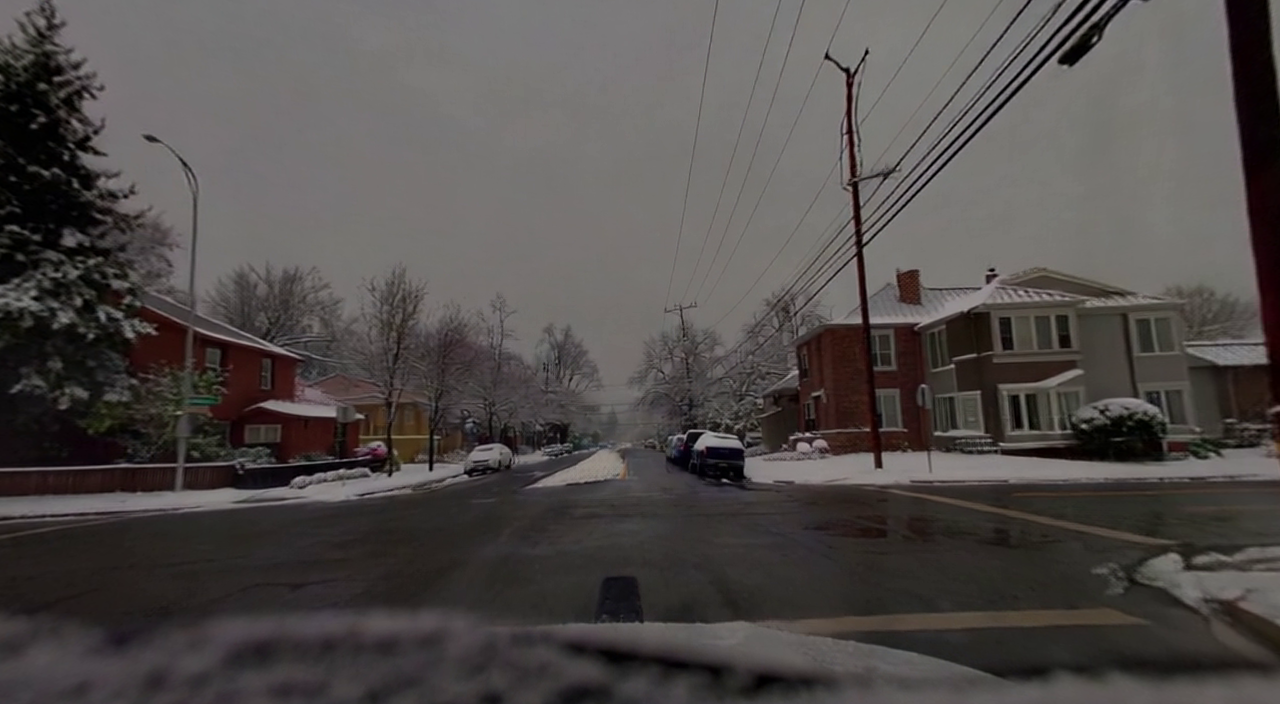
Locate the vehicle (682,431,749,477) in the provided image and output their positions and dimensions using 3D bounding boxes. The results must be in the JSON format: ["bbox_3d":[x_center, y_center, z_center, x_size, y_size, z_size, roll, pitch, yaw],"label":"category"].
[{"bbox_3d":[3.004,4.203,26.128,2.114,1.708,4.474,0,-9,-1],"label":"vehicle"}]

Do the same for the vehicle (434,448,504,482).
[{"bbox_3d":[-7.289,4.835,27.329,1.926,1.307,3.909,0,-9,0],"label":"vehicle"}]

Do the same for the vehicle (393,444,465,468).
[{"bbox_3d":[-13.484,6.661,40.585,3.905,1.480,1.892,0,-9,0],"label":"vehicle"}]

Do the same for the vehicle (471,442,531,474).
[{"bbox_3d":[-7.149,5.493,32.925,1.957,1.549,4.527,0,-8,2],"label":"vehicle"}]

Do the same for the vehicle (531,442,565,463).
[{"bbox_3d":[-7.134,7.822,49.178,1.914,1.508,4.653,0,-8,0],"label":"vehicle"}]
